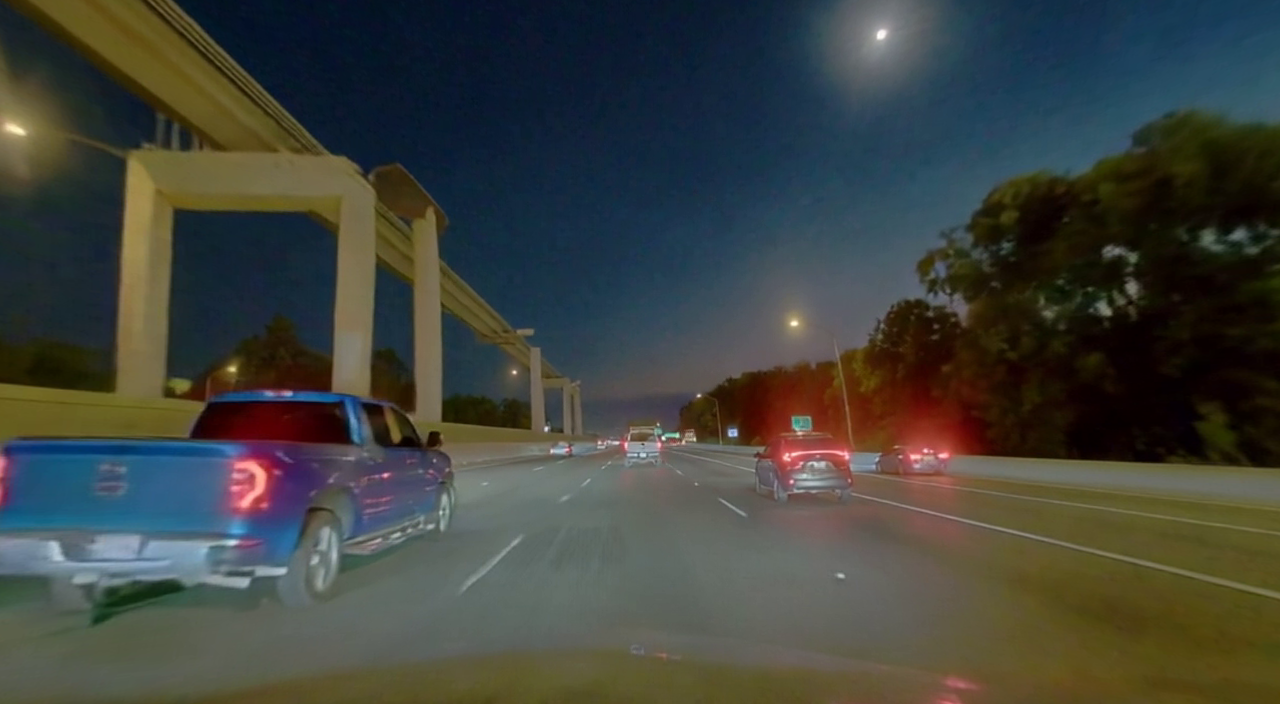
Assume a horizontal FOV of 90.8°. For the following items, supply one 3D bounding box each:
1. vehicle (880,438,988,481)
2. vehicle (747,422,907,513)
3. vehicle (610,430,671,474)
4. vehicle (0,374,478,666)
[{"bbox_3d":[10.978,4.036,23.972,1.961,1.480,4.331,0,-9,-1],"label":"vehicle"},{"bbox_3d":[3.784,2.419,13.661,2.119,1.653,4.000,0,-9,-1],"label":"vehicle"},{"bbox_3d":[0.039,4.651,29.614,2.572,1.837,5.693,0,-9,0],"label":"vehicle"},{"bbox_3d":[-3.579,1.364,6.306,2.535,1.715,5.030,0,-9,1],"label":"vehicle"}]
